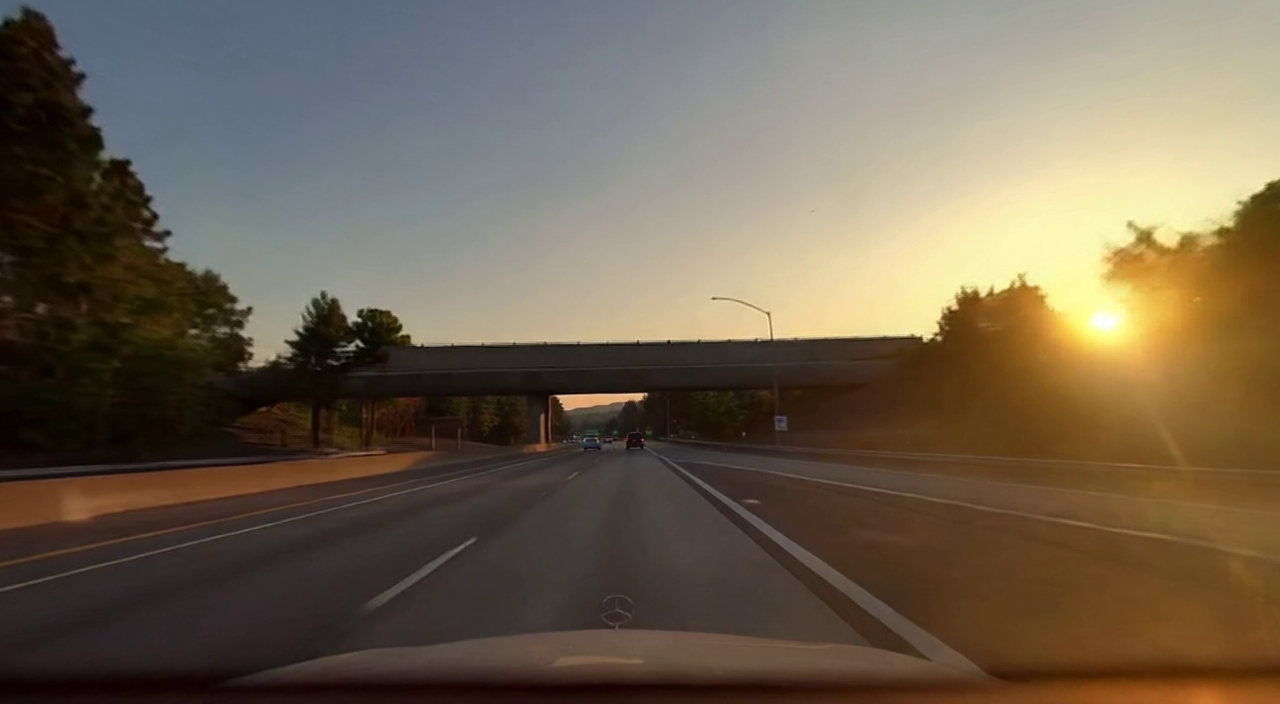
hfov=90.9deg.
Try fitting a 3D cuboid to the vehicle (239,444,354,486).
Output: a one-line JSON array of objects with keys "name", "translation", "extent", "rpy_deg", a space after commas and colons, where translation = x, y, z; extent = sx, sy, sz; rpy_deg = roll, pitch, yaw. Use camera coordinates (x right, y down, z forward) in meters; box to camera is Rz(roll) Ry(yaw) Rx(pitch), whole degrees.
[{"name": "vehicle", "translation": [-12.649, 4.152, 23.524], "extent": [2.234, 1.419, 3.679], "rpy_deg": [0, -8, -1]}]
